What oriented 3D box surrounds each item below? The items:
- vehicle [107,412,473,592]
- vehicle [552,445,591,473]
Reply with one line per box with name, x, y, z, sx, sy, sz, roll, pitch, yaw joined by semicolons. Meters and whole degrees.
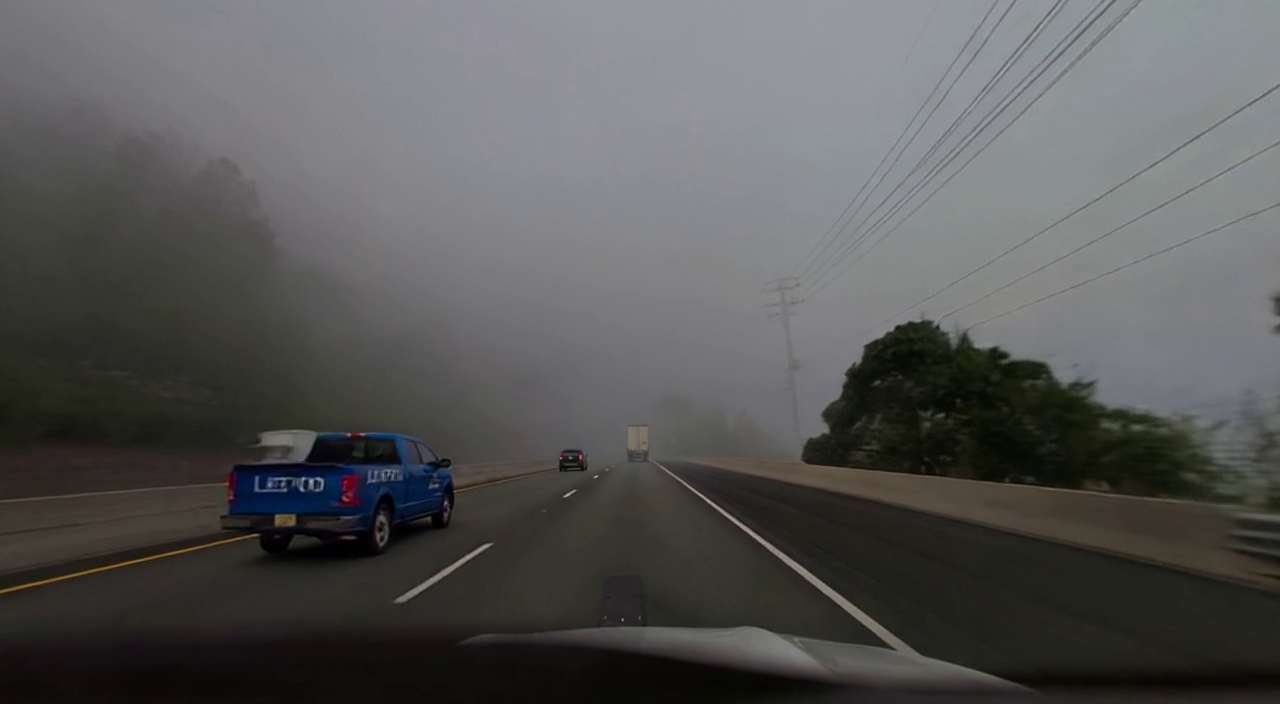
vehicle;-4.002;1.805;8.547;2.049;1.697;4.998;0;-9;0
vehicle;-4.448;6.995;41.444;2.111;1.735;4.066;0;-9;1
